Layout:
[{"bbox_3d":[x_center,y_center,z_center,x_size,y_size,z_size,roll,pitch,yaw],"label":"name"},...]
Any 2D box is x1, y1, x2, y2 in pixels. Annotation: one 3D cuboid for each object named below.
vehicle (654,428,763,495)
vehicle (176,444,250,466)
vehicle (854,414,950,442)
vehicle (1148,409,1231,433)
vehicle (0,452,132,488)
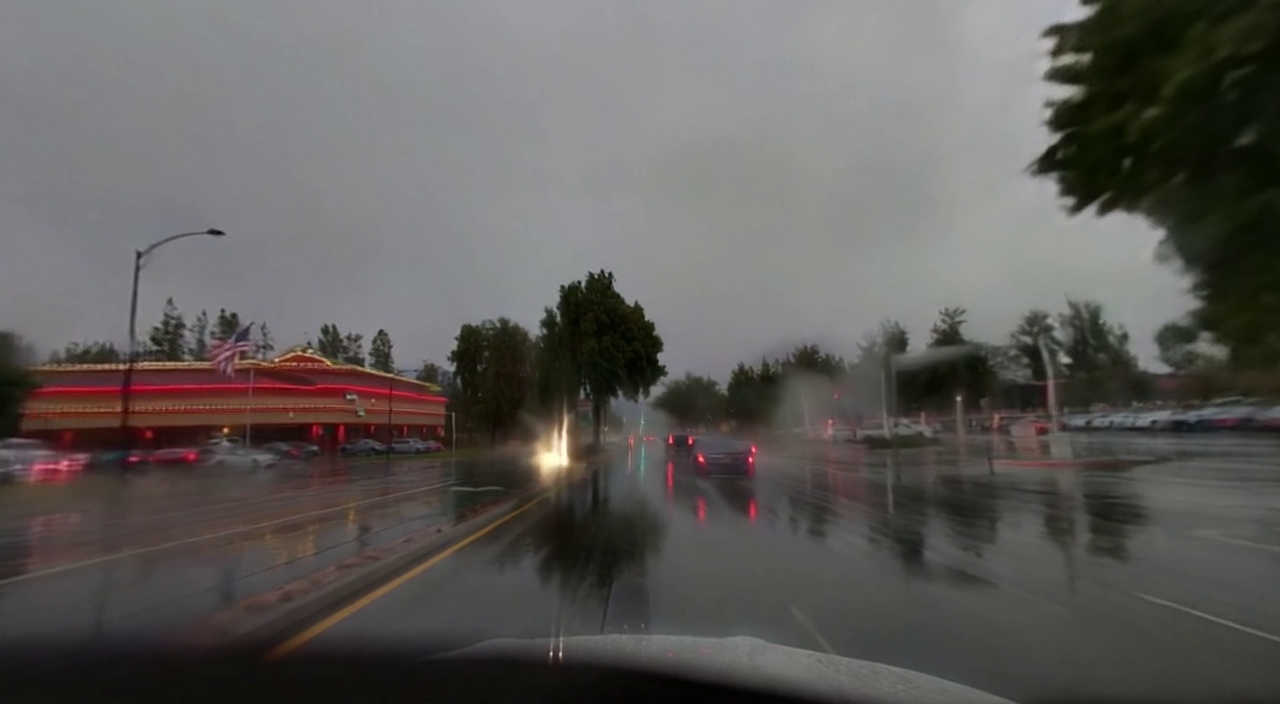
[{"bbox_3d":[1.610,2.816,16.612,2.091,1.472,4.697,0,-8,-3],"label":"vehicle"},{"bbox_3d":[-33.572,8.068,49.638,4.214,1.609,2.092,0,-8,-2],"label":"vehicle"},{"bbox_3d":[19.563,5.726,47.200,6.173,1.962,2.208,0,-9,0],"label":"vehicle"},{"bbox_3d":[34.135,4.350,39.324,1.882,1.392,4.562,-2,-8,12],"label":"vehicle"},{"bbox_3d":[-23.497,4.793,25.672,4.077,1.342,1.813,-1,-8,4],"label":"vehicle"}]
